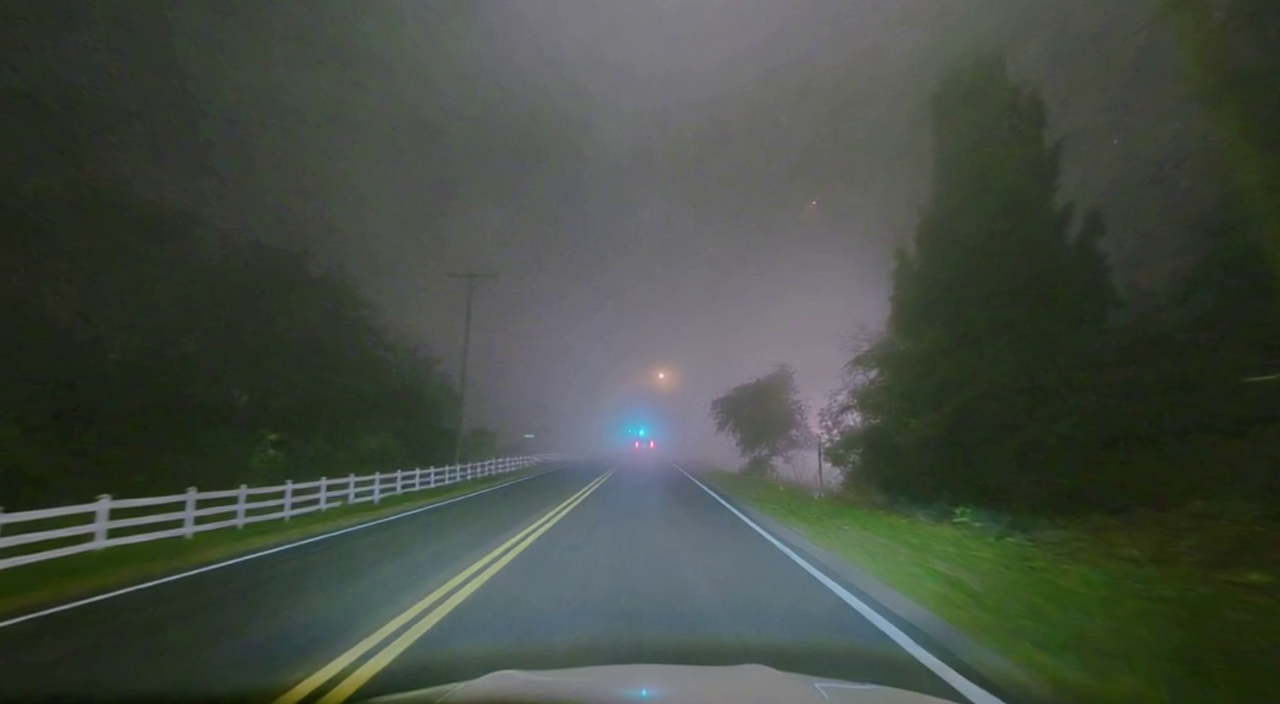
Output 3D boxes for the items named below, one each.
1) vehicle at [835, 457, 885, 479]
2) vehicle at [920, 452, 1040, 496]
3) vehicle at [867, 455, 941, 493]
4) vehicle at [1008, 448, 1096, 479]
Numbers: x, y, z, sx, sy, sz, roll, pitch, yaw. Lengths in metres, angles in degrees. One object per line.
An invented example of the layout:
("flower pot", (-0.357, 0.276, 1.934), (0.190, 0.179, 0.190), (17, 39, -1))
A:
("vehicle", (16.332, 8.616, 47.014), (2.001, 1.450, 4.481), (0, -9, -2))
("vehicle", (18.373, 6.592, 34.465), (2.328, 1.955, 5.699), (-2, -9, -14))
("vehicle", (14.546, 6.714, 35.119), (2.009, 1.781, 5.311), (-1, -8, 2))
("vehicle", (21.867, 5.938, 33.629), (1.782, 1.451, 3.741), (-2, -10, -7))
